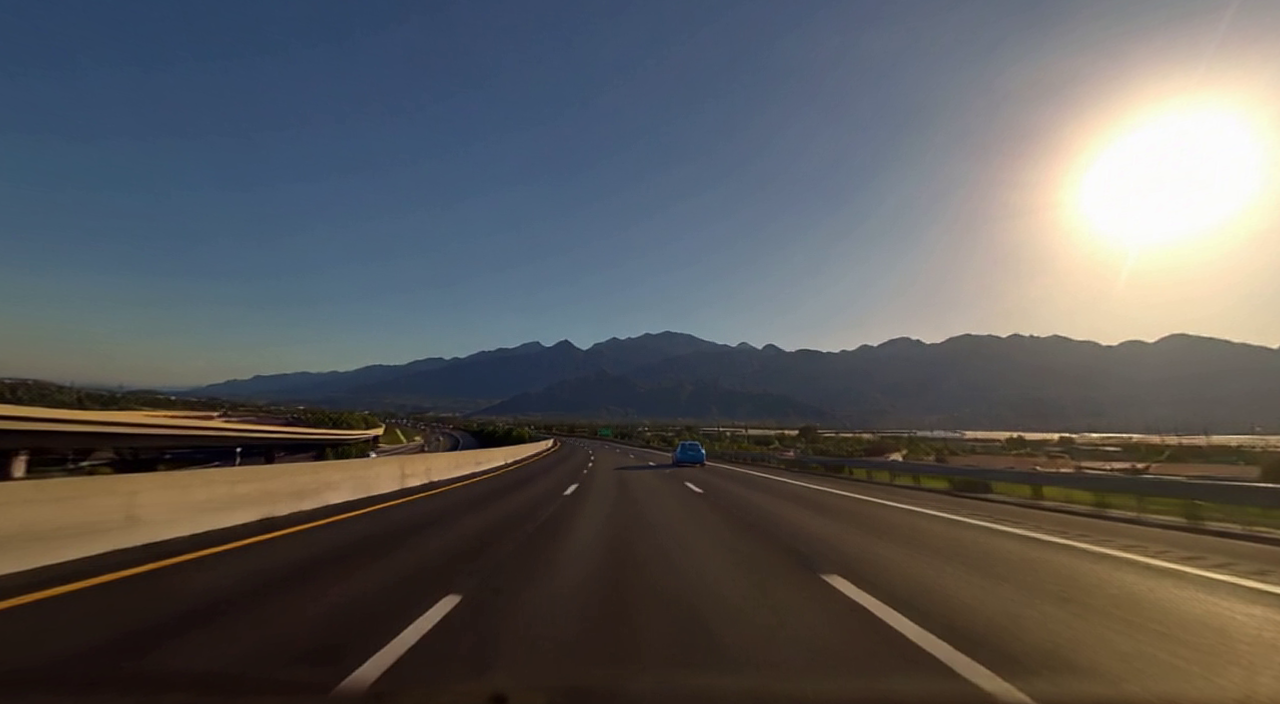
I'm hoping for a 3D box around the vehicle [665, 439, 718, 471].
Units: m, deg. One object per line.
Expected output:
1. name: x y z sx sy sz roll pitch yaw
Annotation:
1. vehicle: 2.415 4.992 30.647 1.985 1.440 4.466 0 -9 -3
